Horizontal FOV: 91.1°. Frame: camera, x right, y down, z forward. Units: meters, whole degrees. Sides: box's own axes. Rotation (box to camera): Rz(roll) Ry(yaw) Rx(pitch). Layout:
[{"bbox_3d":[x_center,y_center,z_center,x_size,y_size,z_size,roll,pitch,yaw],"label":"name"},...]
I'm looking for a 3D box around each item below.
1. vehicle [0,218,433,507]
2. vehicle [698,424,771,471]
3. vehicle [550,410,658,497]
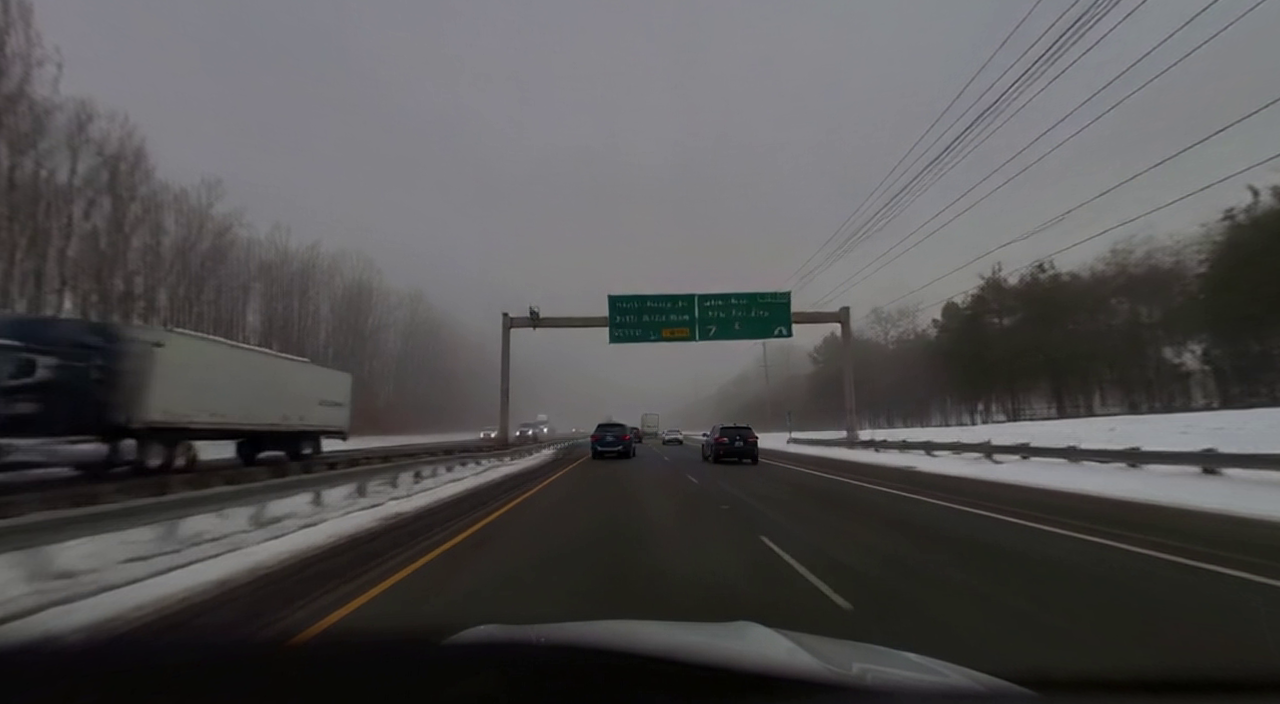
[{"bbox_3d":[-8.929,1.019,15.713,2.975,4.091,13.887,0,-8,-1],"label":"vehicle"},{"bbox_3d":[3.431,3.539,23.550,2.062,1.581,3.914,0,-8,-1],"label":"vehicle"},{"bbox_3d":[-0.740,2.276,14.521,2.134,1.710,4.049,0,-7,-1],"label":"vehicle"}]
